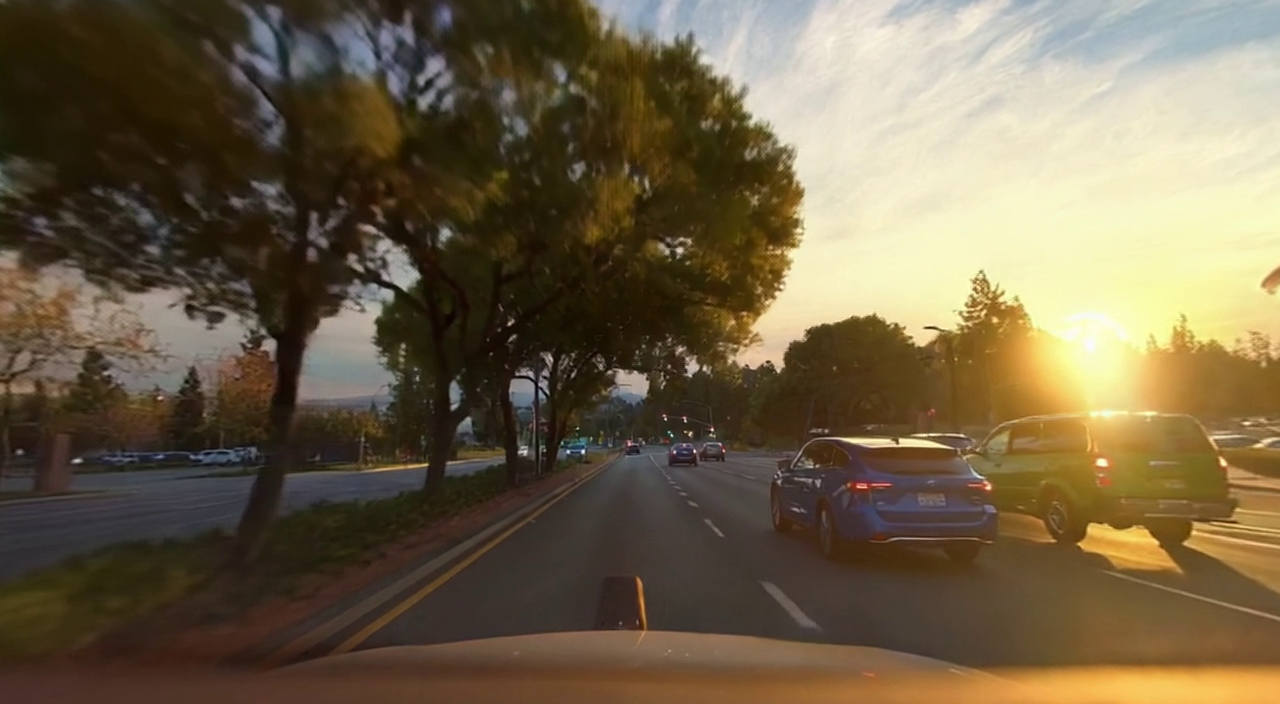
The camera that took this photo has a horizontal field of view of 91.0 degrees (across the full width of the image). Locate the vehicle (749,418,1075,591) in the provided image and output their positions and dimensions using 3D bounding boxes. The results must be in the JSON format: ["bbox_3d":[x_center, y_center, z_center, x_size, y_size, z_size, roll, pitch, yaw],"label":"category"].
[{"bbox_3d":[2.899,1.739,8.238,1.932,1.547,4.992,0,-8,-2],"label":"vehicle"}]

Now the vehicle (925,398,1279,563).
[{"bbox_3d":[6.424,1.756,9.331,2.153,1.811,4.595,0,-8,-1],"label":"vehicle"}]

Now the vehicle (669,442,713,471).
[{"bbox_3d":[2.705,5.710,34.526,1.980,1.484,4.093,0,-8,-1],"label":"vehicle"}]
